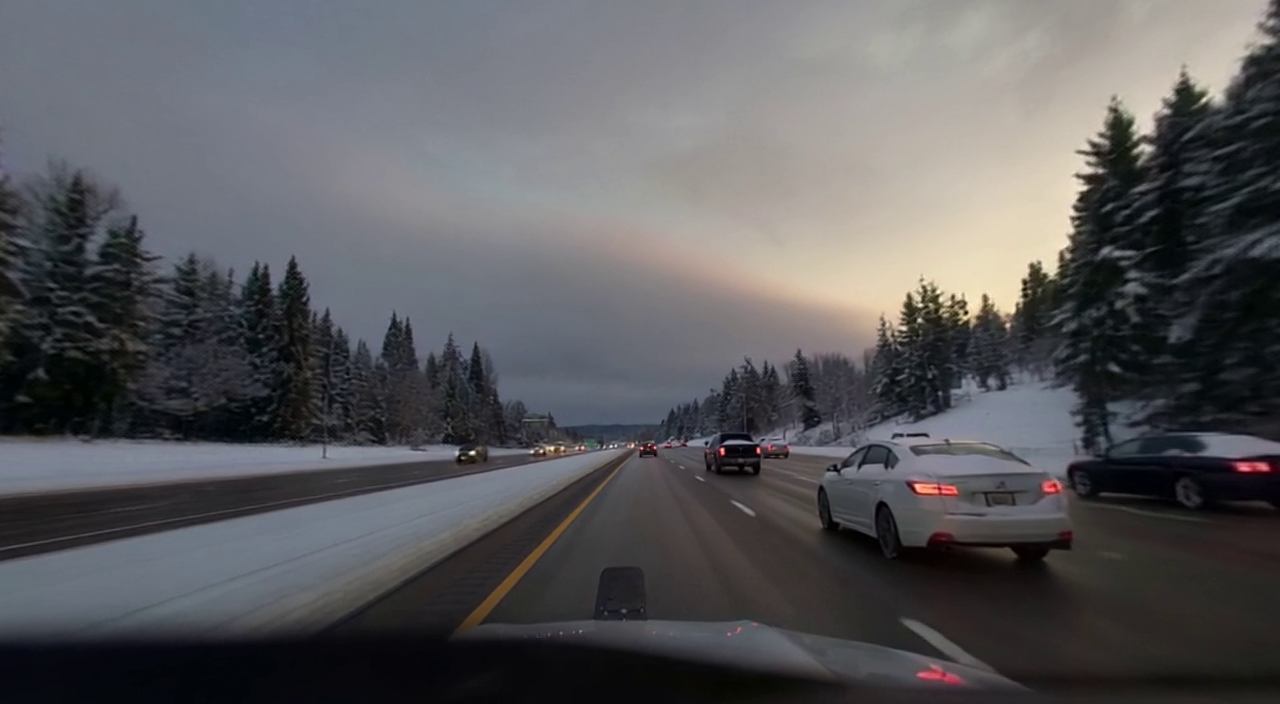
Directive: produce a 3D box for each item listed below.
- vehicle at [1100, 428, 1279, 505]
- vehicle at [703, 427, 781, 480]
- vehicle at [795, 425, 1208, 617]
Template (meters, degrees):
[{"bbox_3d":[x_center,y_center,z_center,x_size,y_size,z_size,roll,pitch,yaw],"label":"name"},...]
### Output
[{"bbox_3d":[15.075,2.930,16.621,2.027,1.711,4.963,0,-8,0],"label":"vehicle"},{"bbox_3d":[3.957,4.057,25.434,2.206,1.902,5.460,0,-8,0],"label":"vehicle"},{"bbox_3d":[3.389,1.652,7.290,1.904,1.453,4.789,0,-8,-1],"label":"vehicle"}]
